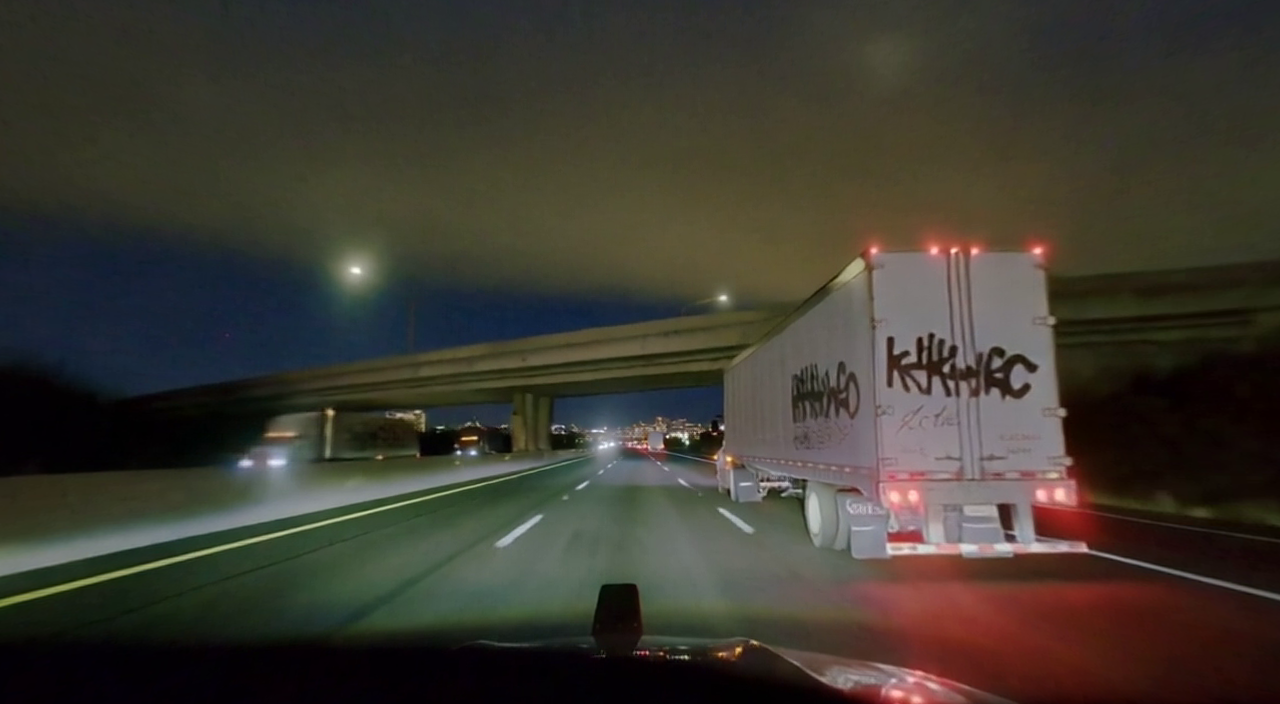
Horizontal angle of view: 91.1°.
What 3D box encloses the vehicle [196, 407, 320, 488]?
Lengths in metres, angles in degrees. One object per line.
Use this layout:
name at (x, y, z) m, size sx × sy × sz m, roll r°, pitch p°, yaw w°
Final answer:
vehicle at (-20.746, 5.247, 34.651) m, size 3.012 × 4.000 × 5.979 m, roll 0°, pitch -9°, yaw -1°
